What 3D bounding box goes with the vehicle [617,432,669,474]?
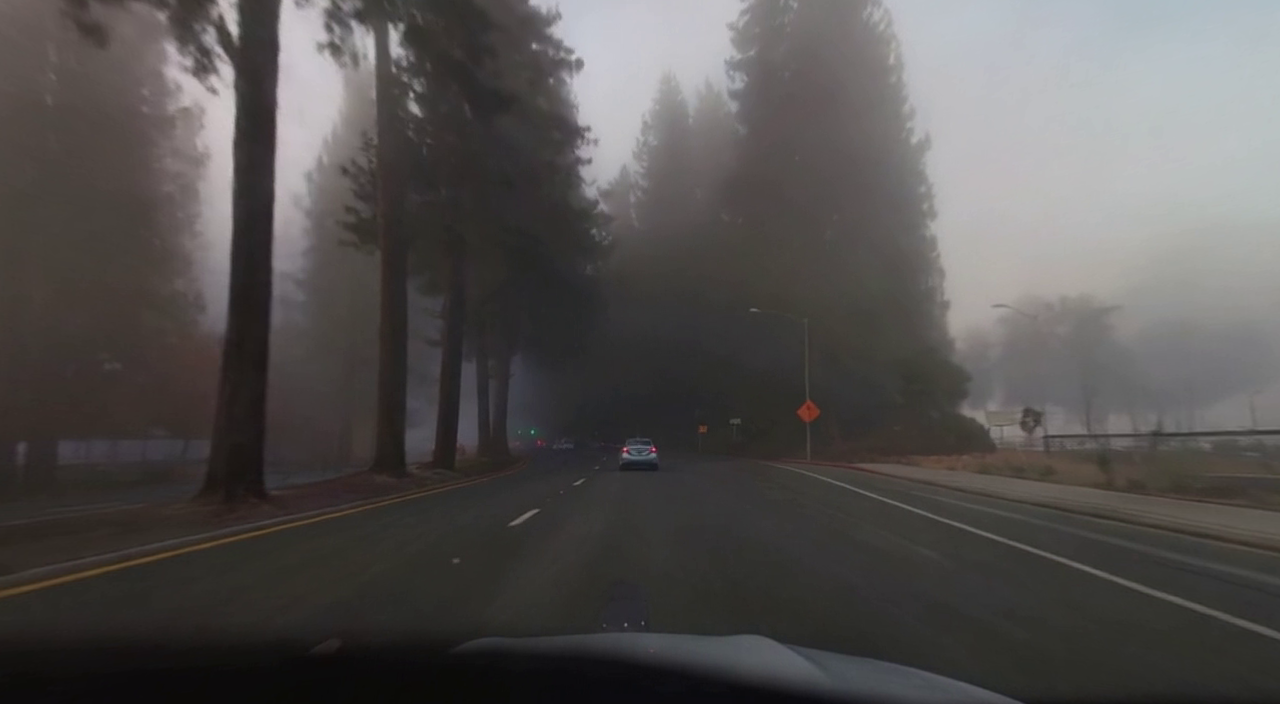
[{"bbox_3d":[0.064,4.422,27.771,2.135,1.691,3.884,0,-9,-2],"label":"vehicle"}]
